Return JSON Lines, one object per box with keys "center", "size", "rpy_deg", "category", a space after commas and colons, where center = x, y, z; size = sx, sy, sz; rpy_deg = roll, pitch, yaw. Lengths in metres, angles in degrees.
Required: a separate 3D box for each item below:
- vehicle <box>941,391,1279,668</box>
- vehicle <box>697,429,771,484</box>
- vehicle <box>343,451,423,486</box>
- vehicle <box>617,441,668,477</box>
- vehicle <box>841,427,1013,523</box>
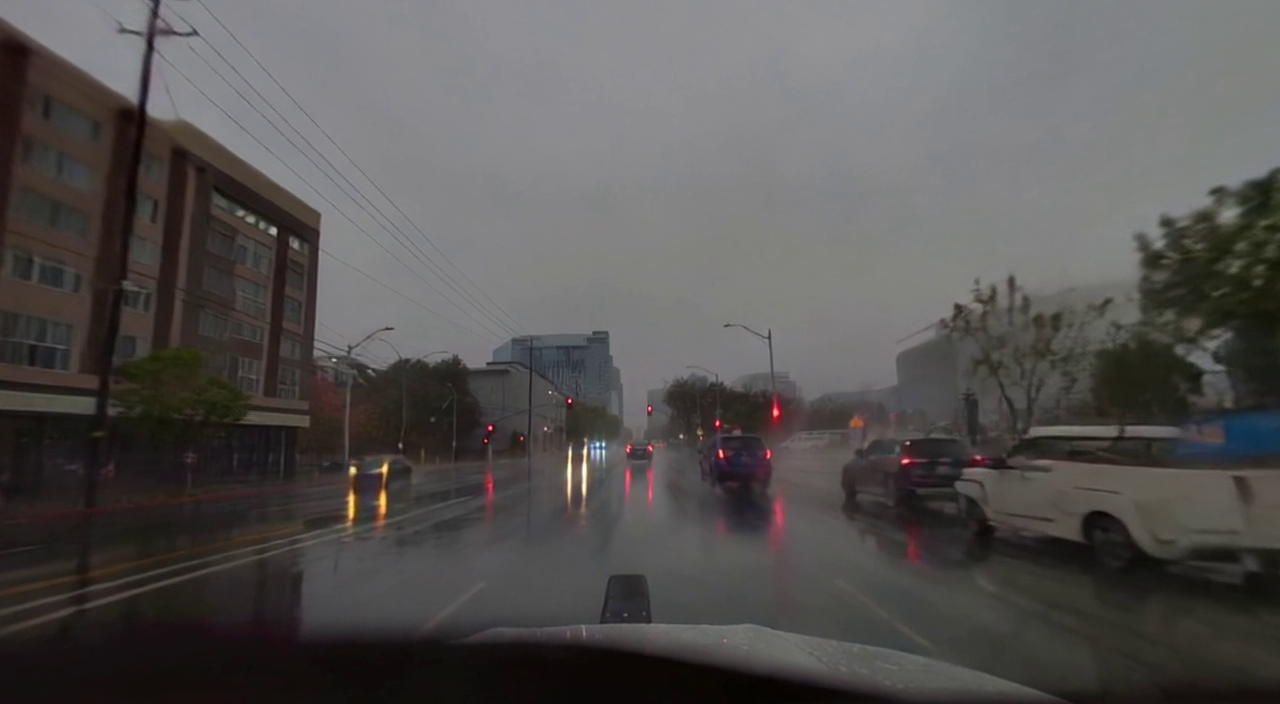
{"center": [6.805, 1.795, 8.477], "size": [2.440, 2.204, 6.276], "rpy_deg": [-7, -6, 2], "category": "vehicle"}
{"center": [3.611, 4.119, 25.074], "size": [2.159, 1.938, 4.836], "rpy_deg": [0, -9, 0], "category": "vehicle"}
{"center": [-12.299, 5.578, 30.509], "size": [2.023, 1.496, 4.529], "rpy_deg": [0, -9, -1], "category": "vehicle"}
{"center": [0.145, 5.064, 30.008], "size": [2.245, 1.587, 4.094], "rpy_deg": [0, -9, 1], "category": "vehicle"}
{"center": [6.717, 2.935, 15.491], "size": [2.056, 1.877, 4.597], "rpy_deg": [-3, -9, 1], "category": "vehicle"}
